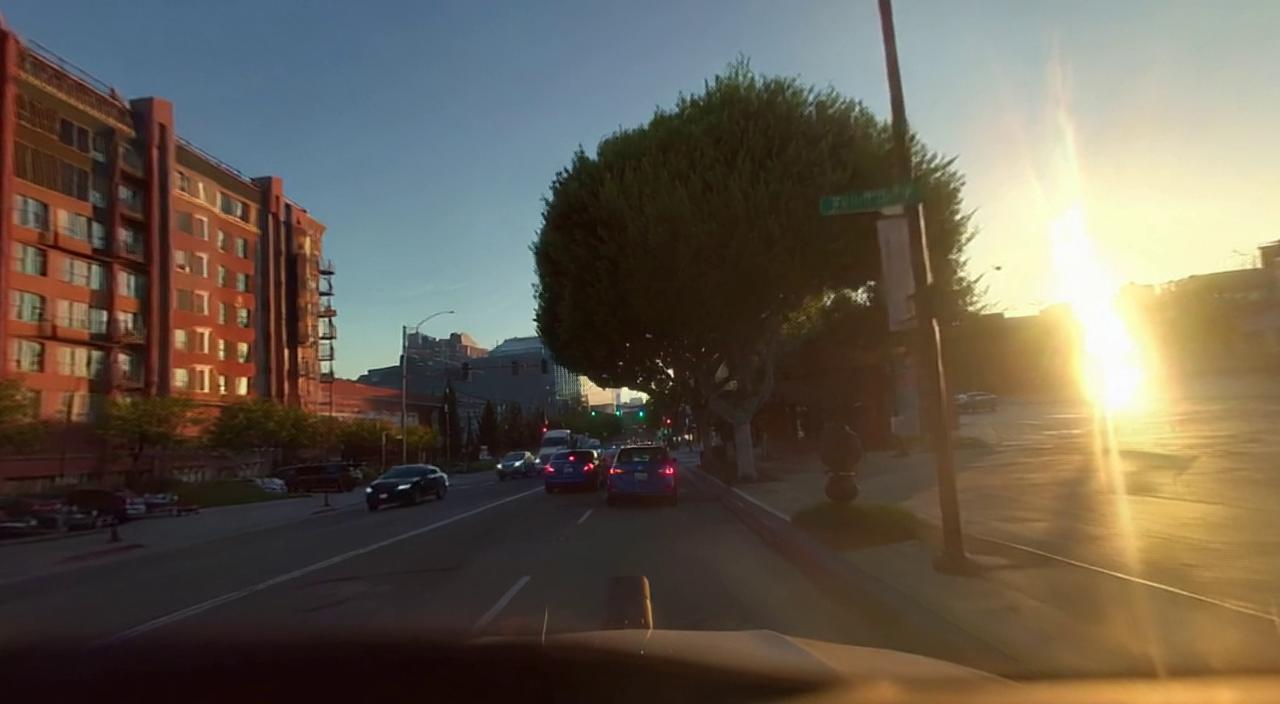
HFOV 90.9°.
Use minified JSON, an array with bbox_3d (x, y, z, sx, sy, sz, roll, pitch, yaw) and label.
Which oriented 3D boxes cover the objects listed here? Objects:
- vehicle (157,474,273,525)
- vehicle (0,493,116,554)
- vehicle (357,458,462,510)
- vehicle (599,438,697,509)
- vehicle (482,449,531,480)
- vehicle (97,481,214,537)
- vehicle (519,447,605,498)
[{"bbox_3d":[-17.023,5.894,25.258,4.266,1.486,1.907,-13,-15,25],"label":"vehicle"},{"bbox_3d":[-17.913,4.788,17.646,4.500,1.429,1.911,2,-9,-12],"label":"vehicle"},{"bbox_3d":[-8.488,4.882,23.705,2.118,1.473,4.642,-5,-9,1],"label":"vehicle"},{"bbox_3d":[0.191,2.898,15.515,2.094,1.478,3.922,0,-8,1],"label":"vehicle"},{"bbox_3d":[-8.580,7.275,40.963,2.067,1.820,4.509,-1,-8,2],"label":"vehicle"},{"bbox_3d":[-17.372,5.512,22.527,4.584,1.504,2.124,-7,-10,38],"label":"vehicle"},{"bbox_3d":[-2.372,3.808,20.444,2.099,1.424,4.843,0,-8,1],"label":"vehicle"}]
